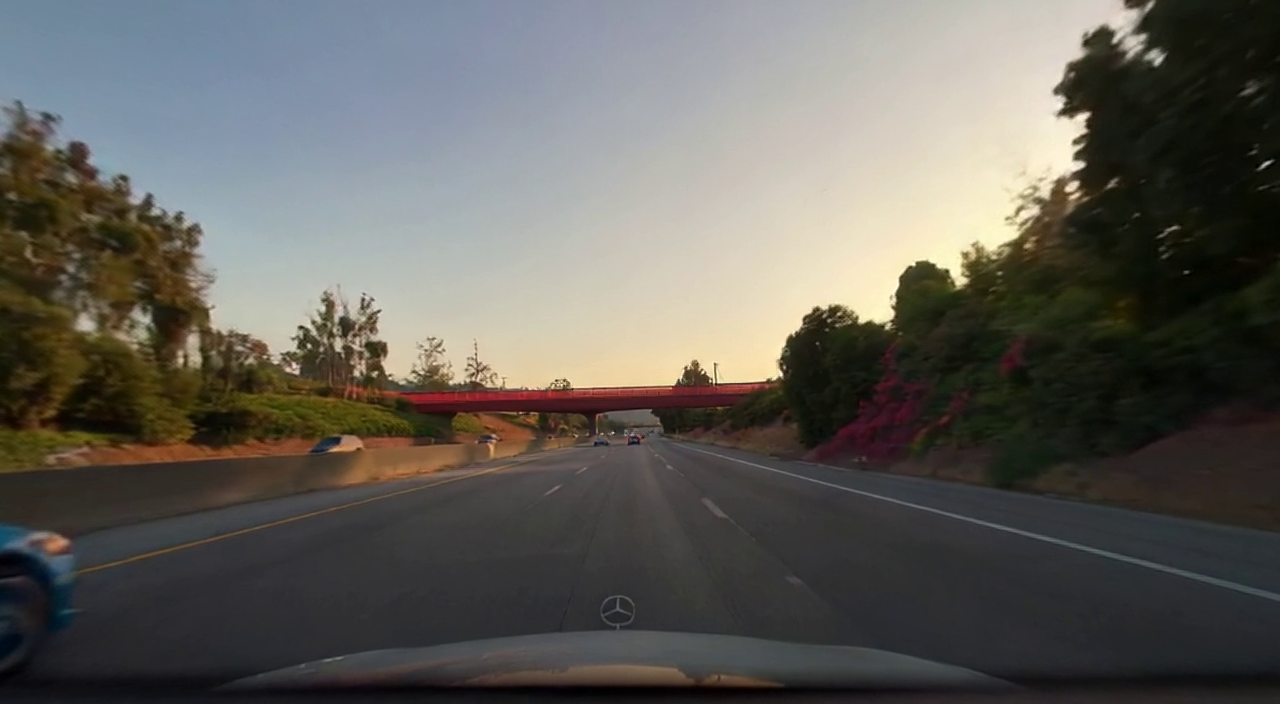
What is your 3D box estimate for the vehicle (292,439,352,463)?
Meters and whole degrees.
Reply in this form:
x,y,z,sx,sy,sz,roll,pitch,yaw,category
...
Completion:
x,y,z,sx,sy,sz,roll,pitch,yaw,category
-20.562,6.402,40.947,1.847,1.443,4.064,0,-8,0,vehicle
